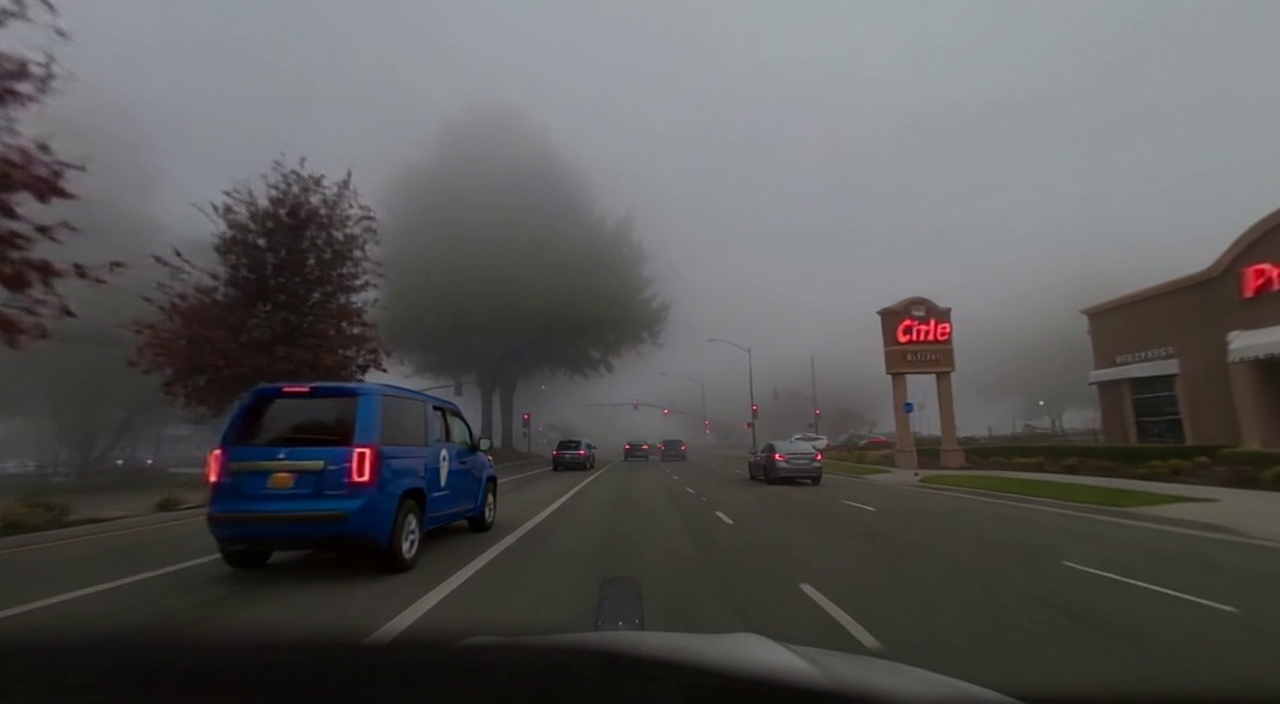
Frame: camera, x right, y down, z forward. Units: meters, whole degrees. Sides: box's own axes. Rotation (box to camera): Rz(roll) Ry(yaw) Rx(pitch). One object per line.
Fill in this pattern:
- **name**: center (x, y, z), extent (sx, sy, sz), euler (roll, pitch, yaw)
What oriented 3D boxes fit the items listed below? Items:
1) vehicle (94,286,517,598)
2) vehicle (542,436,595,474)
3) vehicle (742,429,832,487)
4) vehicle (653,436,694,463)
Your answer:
- **vehicle**: center (-3.528, 1.208, 8.615), extent (2.443, 2.784, 5.862), euler (0, -9, 1)
- **vehicle**: center (-3.377, 5.001, 30.810), extent (2.030, 1.724, 4.365), euler (0, -9, 1)
- **vehicle**: center (4.560, 3.376, 20.264), extent (1.869, 1.646, 4.166), euler (0, -9, 0)
- **vehicle**: center (2.500, 7.057, 45.659), extent (2.209, 1.806, 4.689), euler (-2, -9, 12)
